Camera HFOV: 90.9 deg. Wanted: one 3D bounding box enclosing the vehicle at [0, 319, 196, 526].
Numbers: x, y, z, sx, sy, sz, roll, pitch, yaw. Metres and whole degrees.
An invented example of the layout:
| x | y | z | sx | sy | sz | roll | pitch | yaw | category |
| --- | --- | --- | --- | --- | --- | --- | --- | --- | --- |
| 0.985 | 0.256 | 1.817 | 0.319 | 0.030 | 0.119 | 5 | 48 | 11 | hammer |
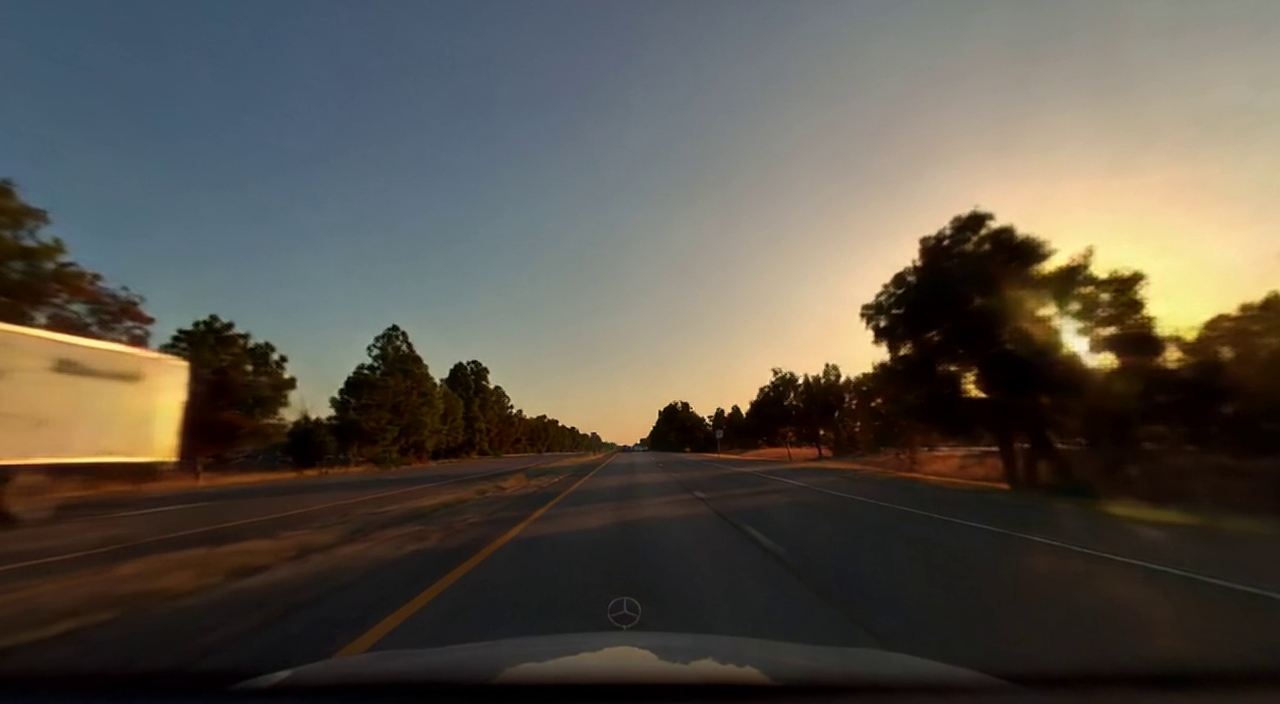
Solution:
| x | y | z | sx | sy | sz | roll | pitch | yaw | category |
| --- | --- | --- | --- | --- | --- | --- | --- | --- | --- |
| -13.506 | 1.491 | 12.939 | 2.809 | 3.856 | 7.984 | 0 | -9 | 0 | vehicle |
